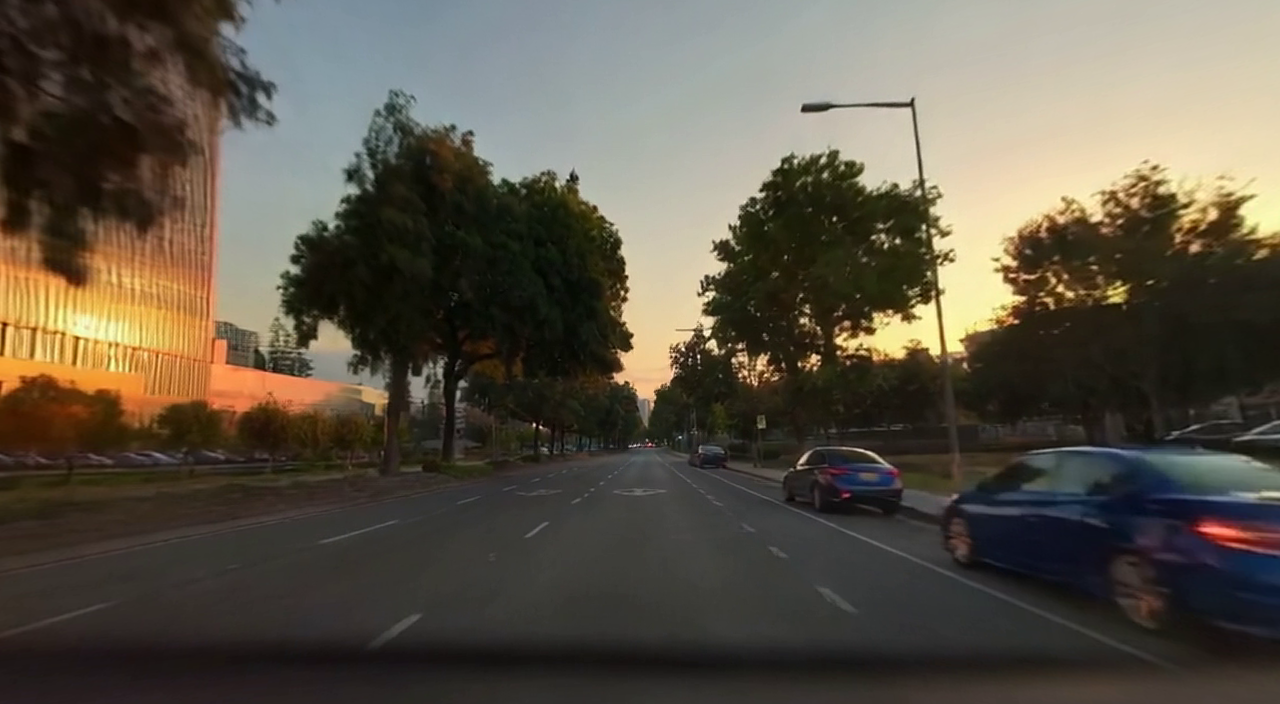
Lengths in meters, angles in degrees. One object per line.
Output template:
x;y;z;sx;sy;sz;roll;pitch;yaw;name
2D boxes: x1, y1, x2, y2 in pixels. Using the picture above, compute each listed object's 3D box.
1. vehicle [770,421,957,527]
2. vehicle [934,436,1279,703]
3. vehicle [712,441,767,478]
4.442;2.517;13.606;2.198;1.834;4.963;0;-8;0;vehicle
4.407;1.433;5.093;1.865;1.457;4.689;0;-8;1;vehicle
4.895;5.332;31.601;1.987;1.718;4.698;0;-8;0;vehicle
